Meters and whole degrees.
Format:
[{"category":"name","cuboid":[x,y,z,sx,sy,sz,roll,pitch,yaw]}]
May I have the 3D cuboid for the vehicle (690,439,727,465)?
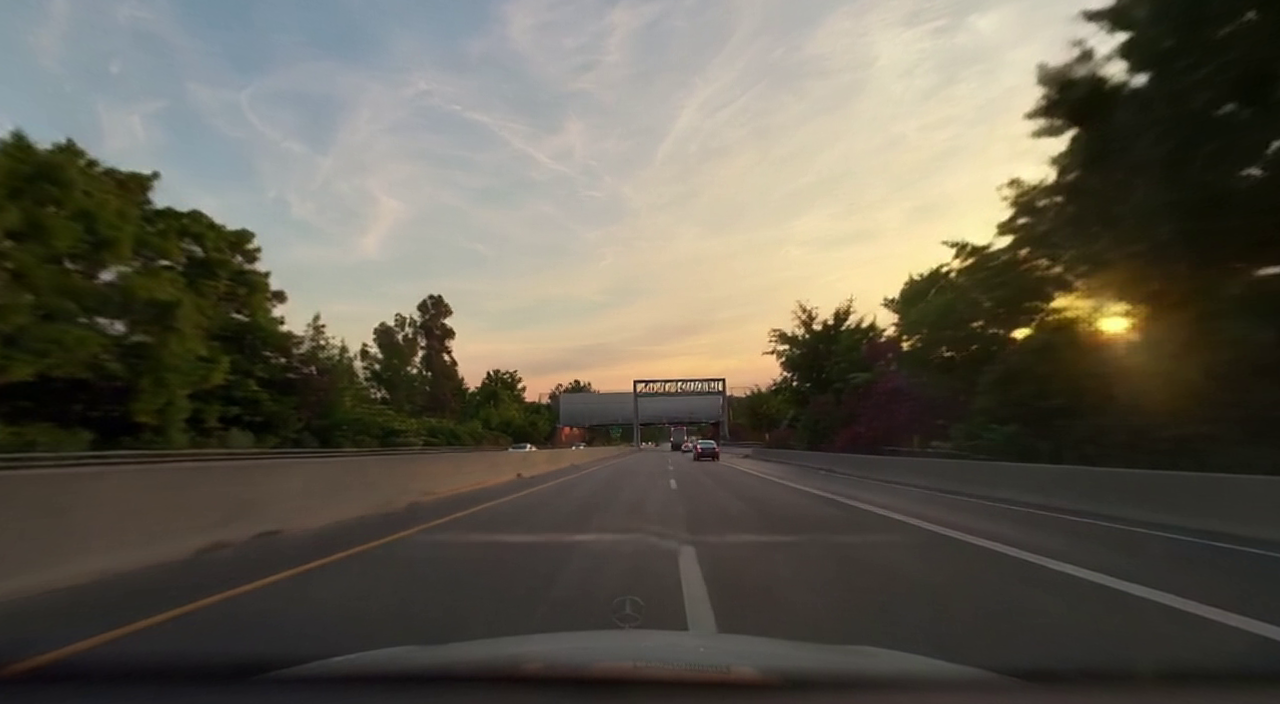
[{"category":"vehicle","cuboid":[4.345,6.354,40.190,1.954,1.550,4.140,0,-8,1]}]
